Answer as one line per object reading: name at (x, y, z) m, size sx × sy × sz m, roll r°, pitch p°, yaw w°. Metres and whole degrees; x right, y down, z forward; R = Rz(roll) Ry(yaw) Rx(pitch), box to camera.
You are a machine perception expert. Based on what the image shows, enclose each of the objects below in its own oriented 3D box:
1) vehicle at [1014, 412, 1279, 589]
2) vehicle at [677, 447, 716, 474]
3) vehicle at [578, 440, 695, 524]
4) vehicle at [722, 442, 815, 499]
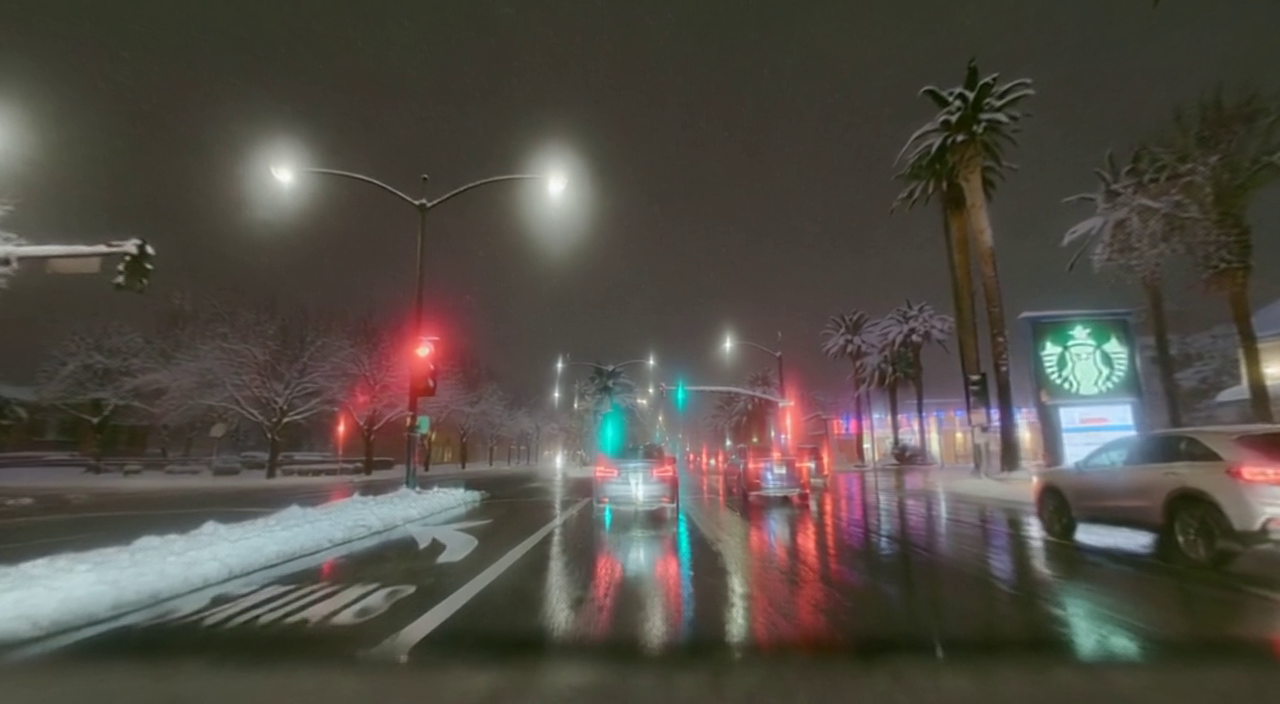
vehicle at (7.042, 1.712, 8.066) m, size 1.940 × 1.674 × 4.085 m, roll 0°, pitch -8°, yaw -1°
vehicle at (3.494, 6.795, 39.839) m, size 2.012 × 1.570 × 4.600 m, roll 0°, pitch -8°, yaw 0°
vehicle at (-0.106, 2.660, 13.484) m, size 2.110 × 1.487 × 3.873 m, roll 0°, pitch -8°, yaw -1°
vehicle at (3.812, 3.577, 19.506) m, size 1.892 × 1.532 × 4.177 m, roll 0°, pitch -8°, yaw -1°
